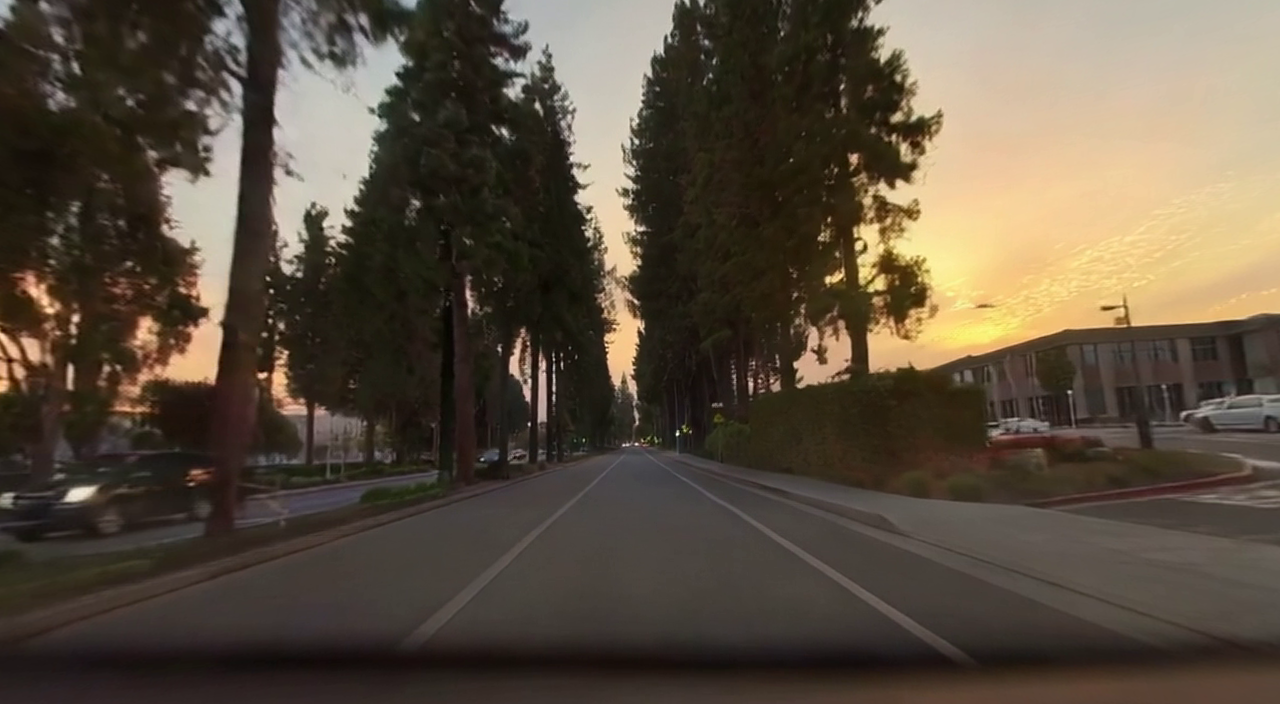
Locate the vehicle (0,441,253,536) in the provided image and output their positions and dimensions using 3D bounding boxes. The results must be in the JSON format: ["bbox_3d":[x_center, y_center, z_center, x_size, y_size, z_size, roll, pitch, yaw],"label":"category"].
[{"bbox_3d":[-13.436,3.439,16.871,2.505,2.059,5.803,-1,-8,0],"label":"vehicle"}]
